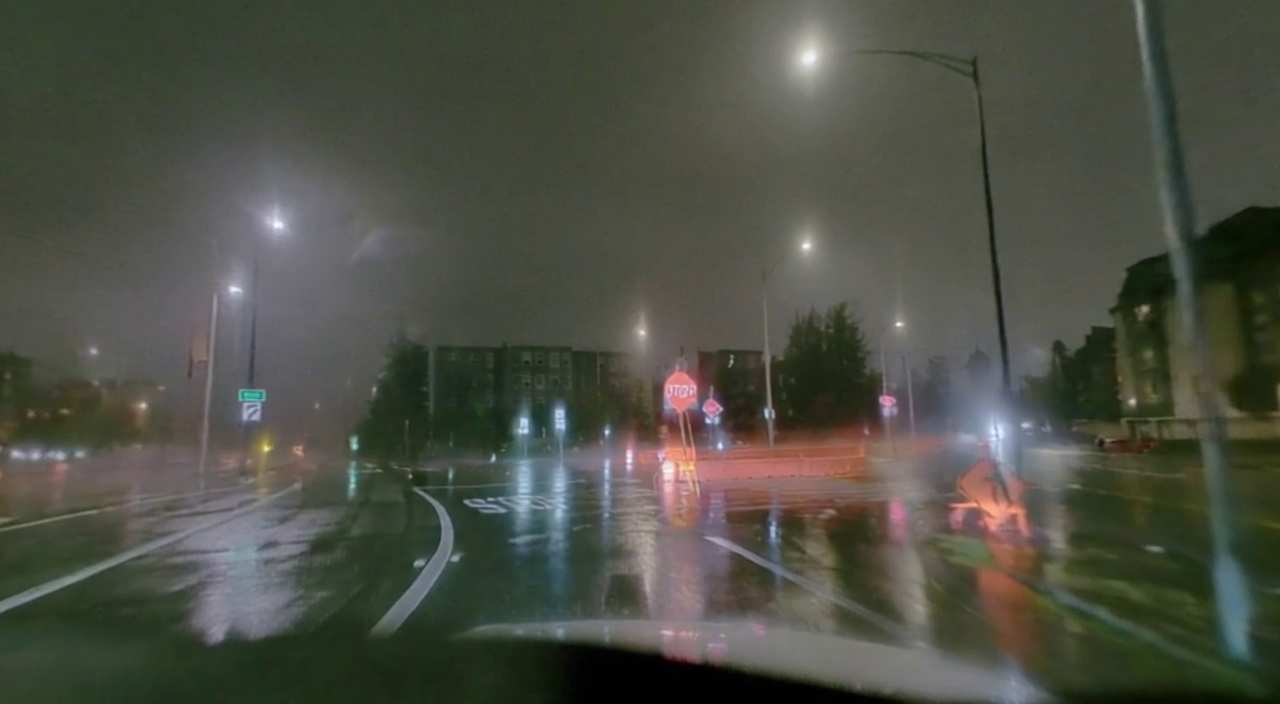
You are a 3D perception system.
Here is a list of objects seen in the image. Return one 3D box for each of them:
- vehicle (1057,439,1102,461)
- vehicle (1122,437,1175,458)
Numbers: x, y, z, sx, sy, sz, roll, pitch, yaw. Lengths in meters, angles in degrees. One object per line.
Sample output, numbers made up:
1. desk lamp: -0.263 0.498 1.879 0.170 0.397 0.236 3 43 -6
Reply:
1. vehicle: 33.936 7.577 48.787 2.023 1.567 4.283 -4 -10 24
2. vehicle: 36.741 6.939 45.660 1.917 1.466 4.422 -4 -10 25
